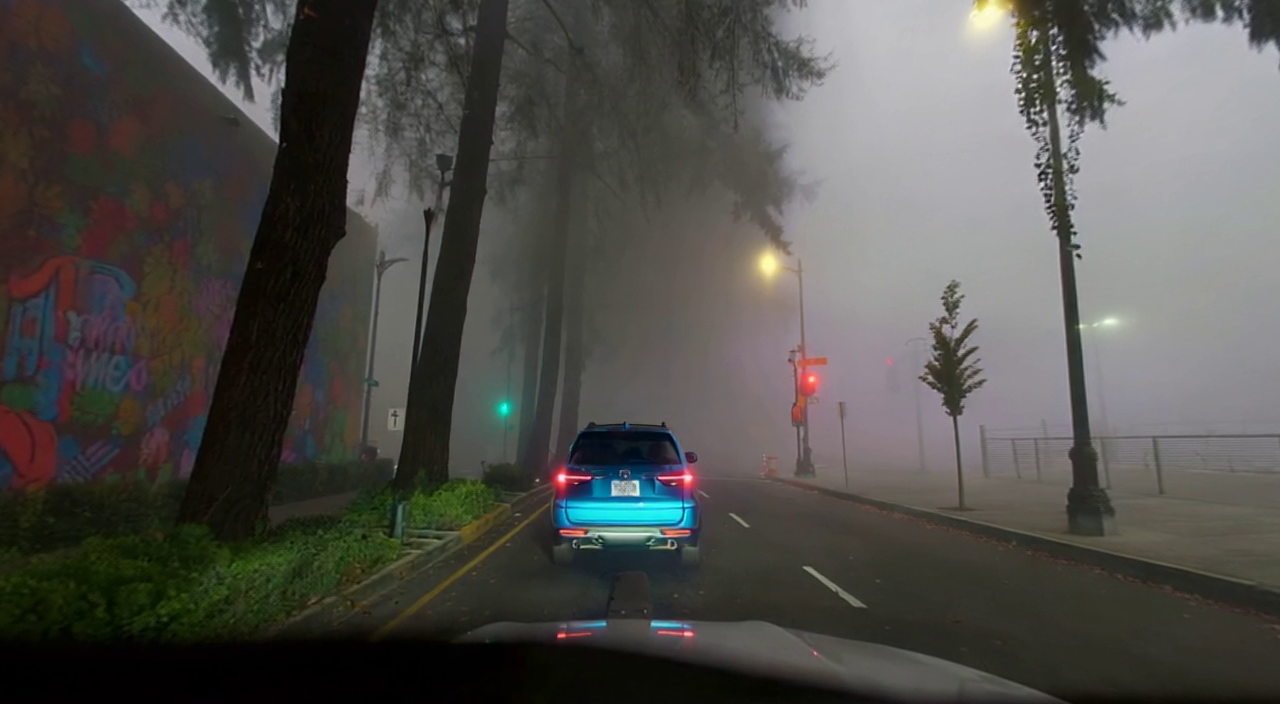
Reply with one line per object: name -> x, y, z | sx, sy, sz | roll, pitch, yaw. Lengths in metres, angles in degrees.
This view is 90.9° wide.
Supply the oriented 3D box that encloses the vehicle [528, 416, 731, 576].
vehicle -> -0.130, 1.766, 8.470 | 2.079, 1.621, 3.861 | 0, -8, -1
